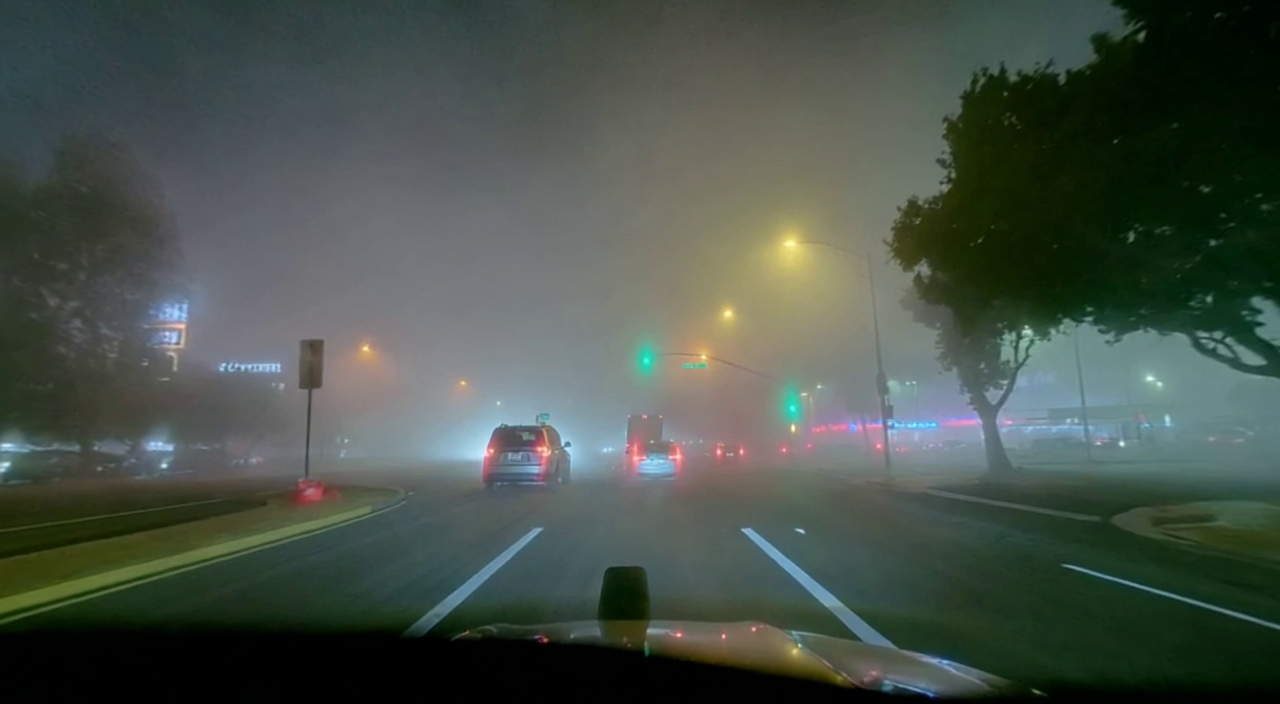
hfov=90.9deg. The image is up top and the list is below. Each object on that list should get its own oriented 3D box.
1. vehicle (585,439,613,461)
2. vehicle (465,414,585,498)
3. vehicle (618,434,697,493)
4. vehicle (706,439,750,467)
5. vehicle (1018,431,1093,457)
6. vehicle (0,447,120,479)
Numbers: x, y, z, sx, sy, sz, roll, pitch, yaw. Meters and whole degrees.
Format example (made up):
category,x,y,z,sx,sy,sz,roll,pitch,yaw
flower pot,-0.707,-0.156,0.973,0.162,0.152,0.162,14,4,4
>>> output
category,x,y,z,sx,sy,sz,roll,pitch,yaw
vehicle,-3.032,7.357,47.398,1.902,1.522,3.523,0,-8,0
vehicle,-2.935,2.827,17.463,2.289,1.935,5.227,0,-8,1
vehicle,0.448,3.196,18.421,2.061,1.494,4.079,0,-8,0
vehicle,4.998,5.816,36.354,1.900,1.507,4.151,0,-8,0
vehicle,32.974,7.265,49.965,5.720,1.822,2.307,3,-9,-28
vehicle,-28.637,5.441,31.122,4.208,1.505,1.914,0,-8,0
